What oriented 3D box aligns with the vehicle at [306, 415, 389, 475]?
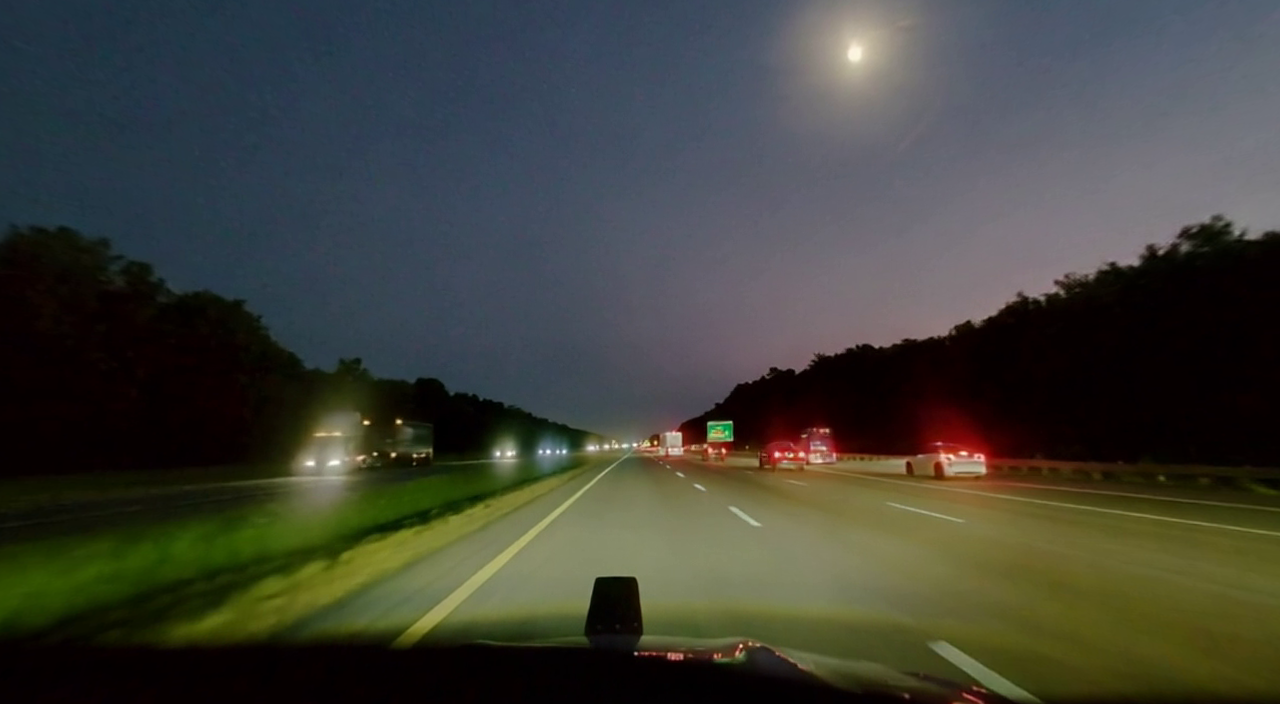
[{"bbox_3d":[-20.495,6.561,44.325,2.925,3.917,5.946,0,-9,-1],"label":"vehicle"}]
